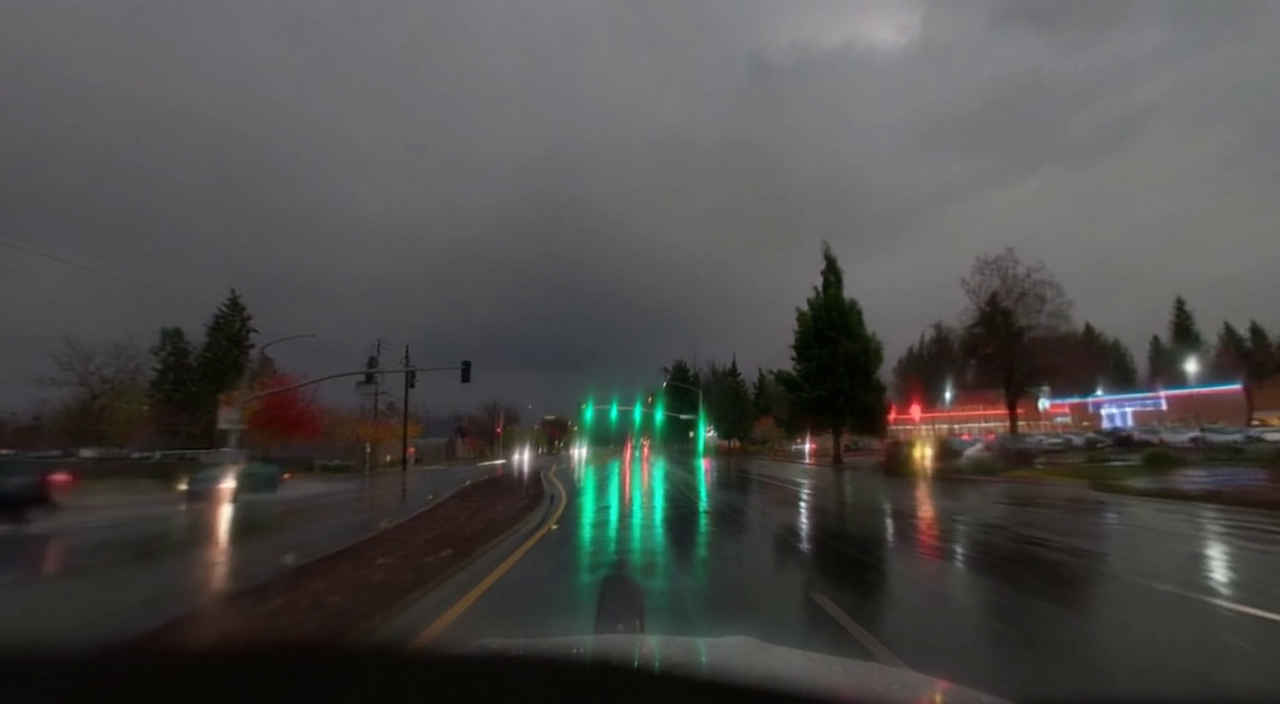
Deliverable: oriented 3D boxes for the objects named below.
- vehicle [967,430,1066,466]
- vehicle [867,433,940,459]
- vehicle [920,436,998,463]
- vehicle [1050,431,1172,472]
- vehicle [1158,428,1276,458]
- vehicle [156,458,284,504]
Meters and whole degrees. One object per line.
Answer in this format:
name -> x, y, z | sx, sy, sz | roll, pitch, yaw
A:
vehicle -> 19.158, 4.860, 32.123 | 4.630, 1.704, 2.063 | 4, -10, -27
vehicle -> 20.091, 7.169, 48.185 | 5.072, 1.887, 2.189 | 4, -9, -24
vehicle -> 19.413, 5.917, 38.469 | 4.238, 1.561, 1.922 | 4, -9, -25
vehicle -> 19.331, 4.053, 25.908 | 4.731, 1.535, 2.079 | 4, -10, -28
vehicle -> 31.757, 5.035, 34.872 | 4.446, 1.560, 1.943 | -1, -8, 2
vehicle -> -16.777, 5.129, 25.552 | 1.888, 1.591, 4.431 | -1, -8, 4
